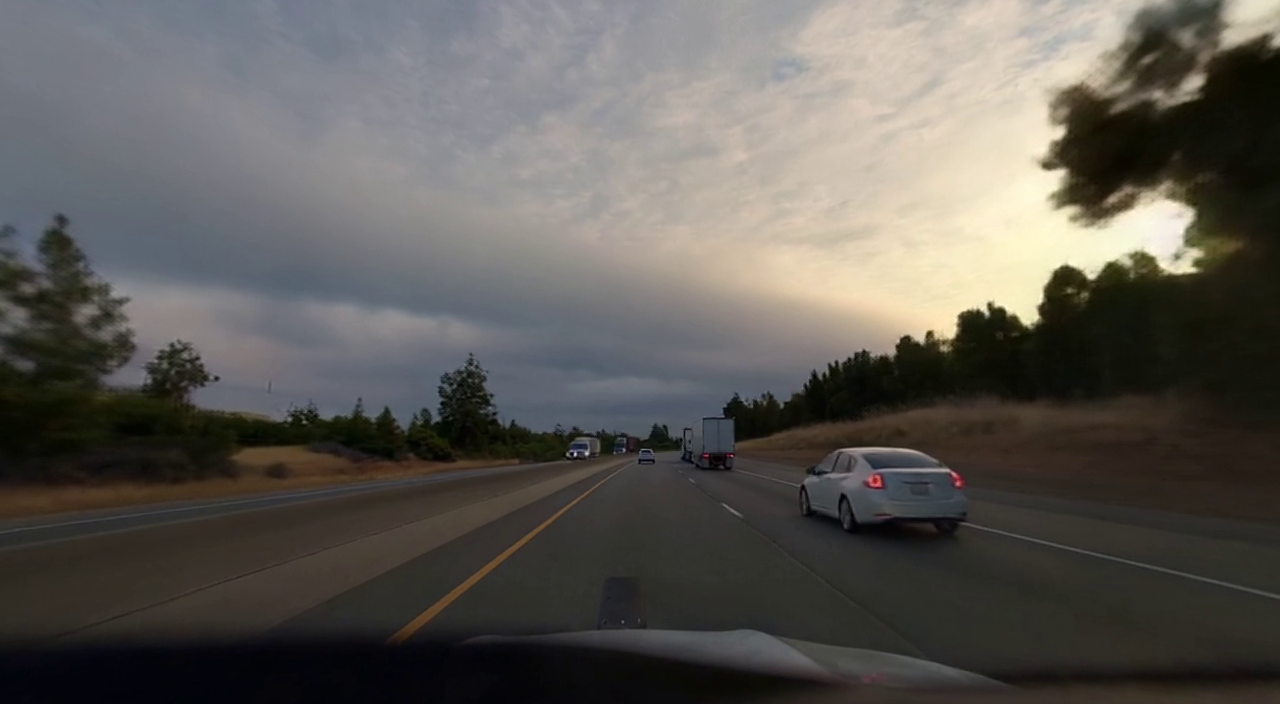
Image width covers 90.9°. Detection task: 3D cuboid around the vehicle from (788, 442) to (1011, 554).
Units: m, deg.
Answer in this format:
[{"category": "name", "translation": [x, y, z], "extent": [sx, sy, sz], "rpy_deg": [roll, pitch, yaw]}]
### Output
[{"category": "vehicle", "translation": [3.910, 2.246, 10.390], "extent": [1.893, 1.442, 4.039], "rpy_deg": [0, -9, -1]}]

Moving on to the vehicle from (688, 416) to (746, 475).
[{"category": "vehicle", "translation": [5.140, 6.584, 44.242], "extent": [2.866, 3.558, 11.674], "rpy_deg": [0, -9, 1]}]
